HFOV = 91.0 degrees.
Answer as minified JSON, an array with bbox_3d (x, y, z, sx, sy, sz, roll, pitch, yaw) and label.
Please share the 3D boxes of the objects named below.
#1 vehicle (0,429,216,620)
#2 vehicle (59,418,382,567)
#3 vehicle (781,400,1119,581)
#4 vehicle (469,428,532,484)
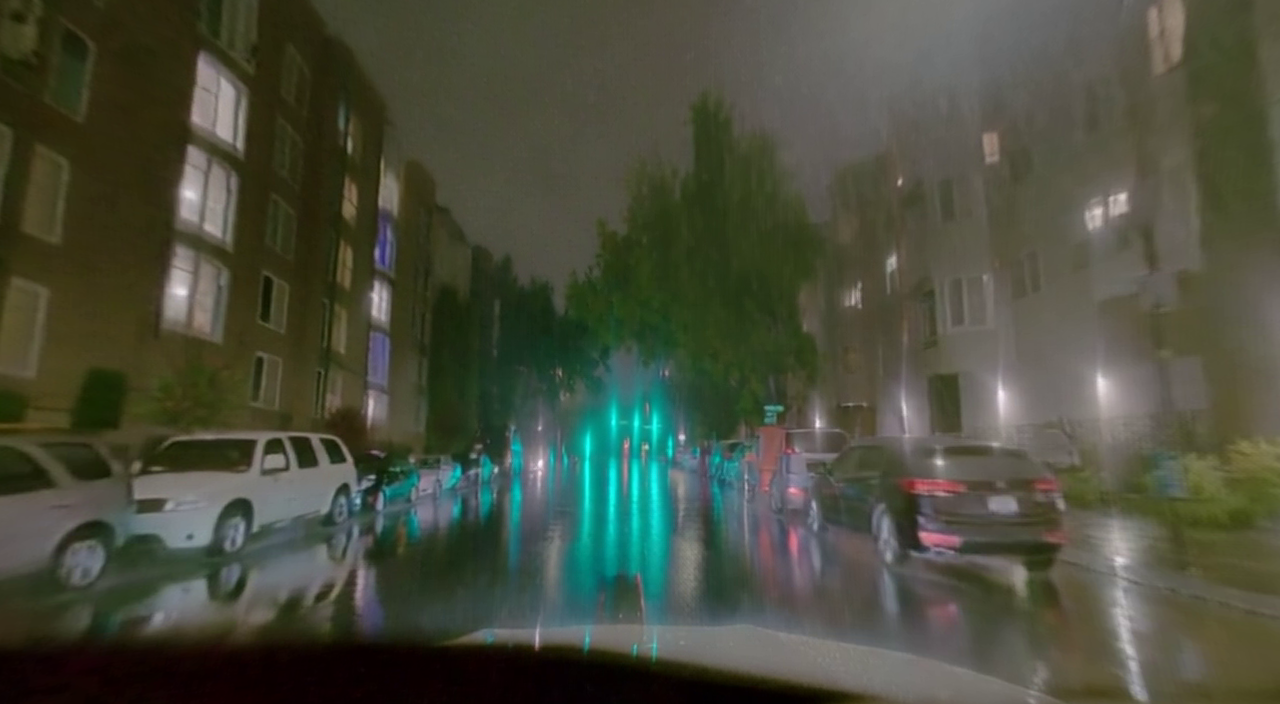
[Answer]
[{"bbox_3d":[-7.273,1.743,6.245,2.384,1.781,5.492,-3,-10,-1],"label":"vehicle"},{"bbox_3d":[-7.382,2.575,12.302,2.205,2.051,6.109,-3,-10,-1],"label":"vehicle"},{"bbox_3d":[3.858,1.849,9.309,2.214,1.885,5.268,0,-9,-1],"label":"vehicle"},{"bbox_3d":[-7.625,5.748,34.980,2.294,2.707,6.199,-2,-9,-2],"label":"vehicle"}]
